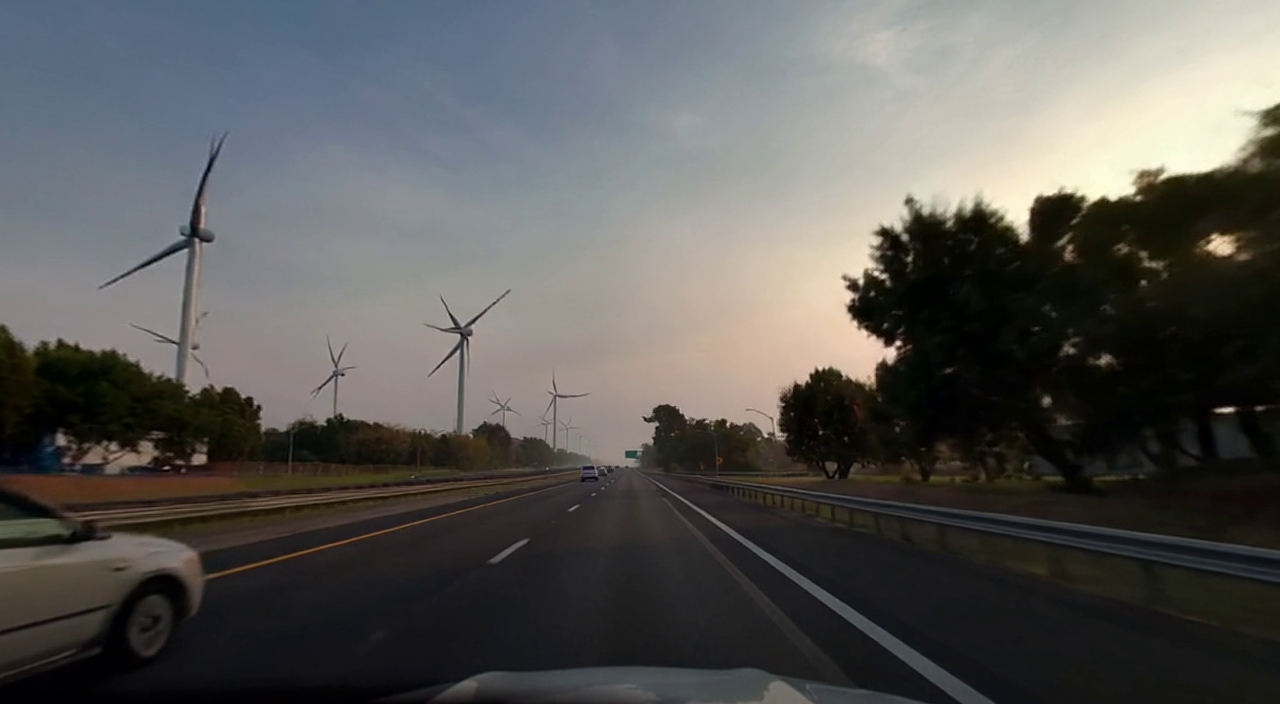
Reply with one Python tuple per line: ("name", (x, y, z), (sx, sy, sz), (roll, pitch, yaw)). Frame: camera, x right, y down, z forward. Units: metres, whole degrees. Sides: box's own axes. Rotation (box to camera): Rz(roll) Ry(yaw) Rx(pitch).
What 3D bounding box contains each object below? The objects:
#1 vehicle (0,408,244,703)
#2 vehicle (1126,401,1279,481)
("vehicle", (-3.446, 0.824, 1.713), (2.001, 1.486, 4.104), (1, -10, 0))
("vehicle", (35.079, 5.120, 35.747), (11.082, 4.307, 2.970), (-9, -14, 43))
